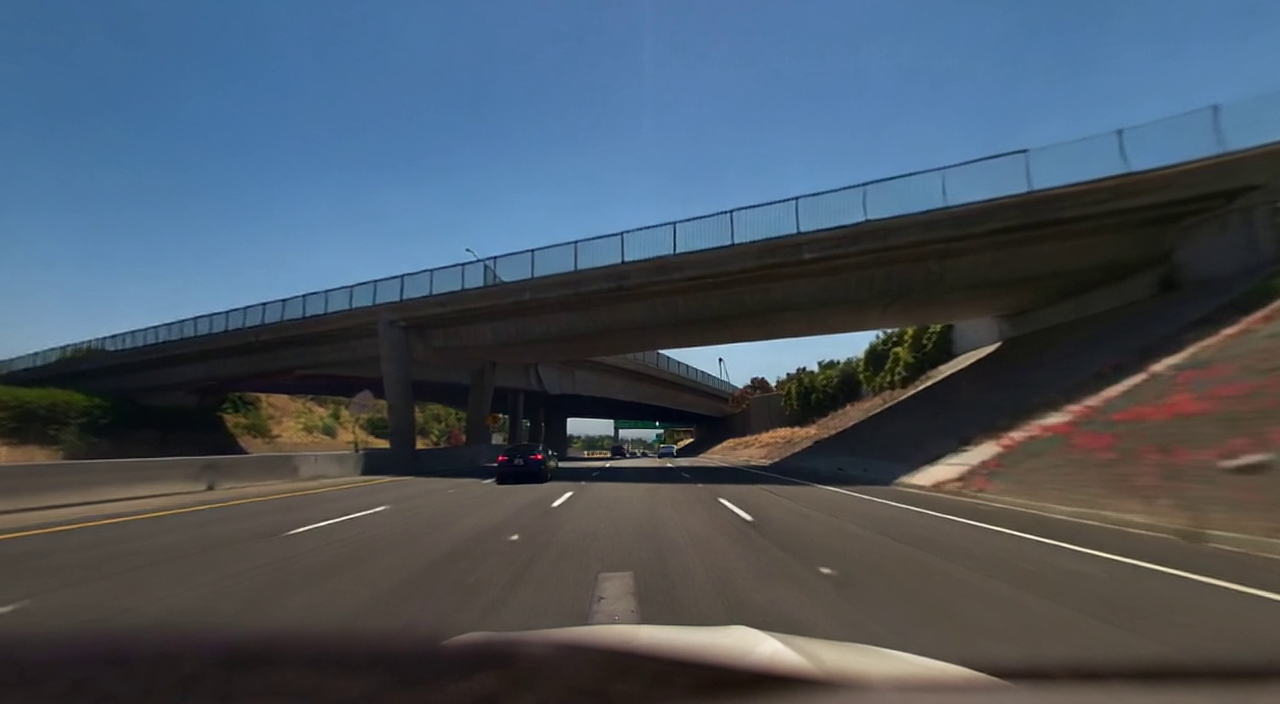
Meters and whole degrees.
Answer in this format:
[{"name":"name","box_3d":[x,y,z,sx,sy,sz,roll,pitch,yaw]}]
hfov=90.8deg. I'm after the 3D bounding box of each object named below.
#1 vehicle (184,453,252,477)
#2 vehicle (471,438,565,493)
[{"name":"vehicle","box_3d":[-28.360,7.582,42.616,1.832,1.468,4.082,0,-9,-2]},{"name":"vehicle","box_3d":[-3.667,3.509,19.830,2.037,1.514,4.335,0,-9,1]}]
